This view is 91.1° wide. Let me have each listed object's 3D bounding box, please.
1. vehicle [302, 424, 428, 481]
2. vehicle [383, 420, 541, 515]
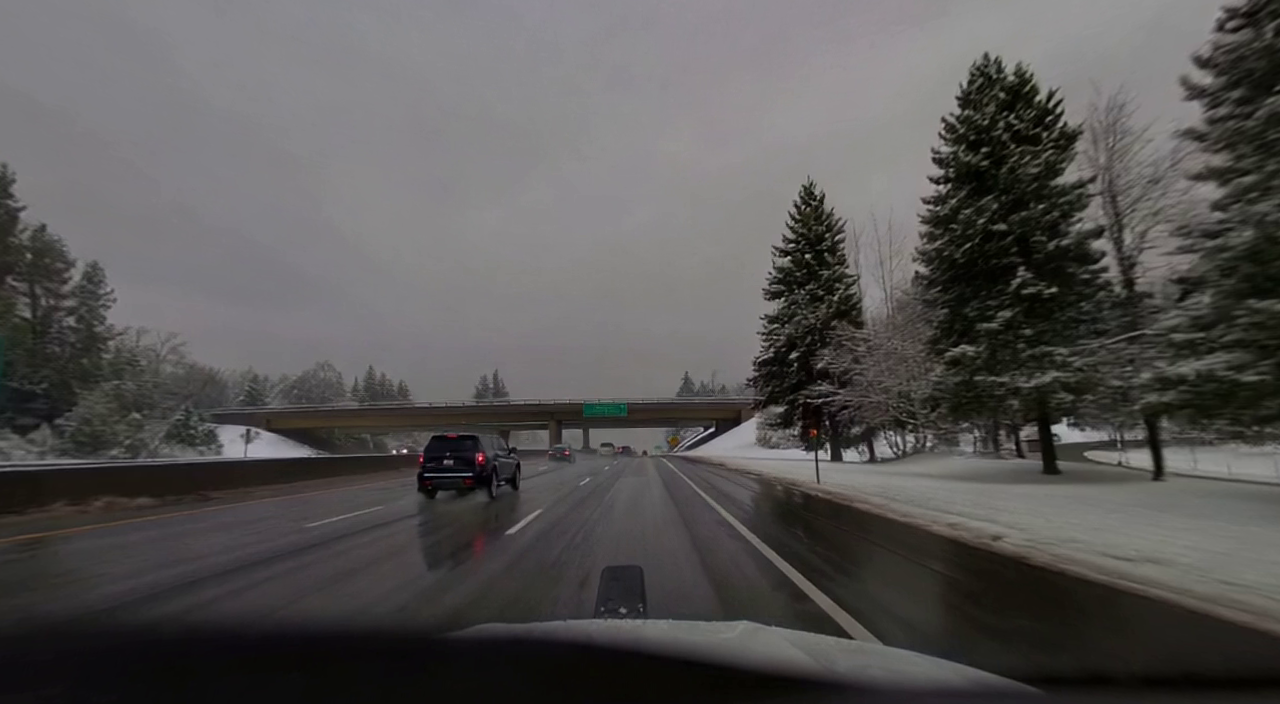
[{"bbox_3d":[-10.761,4.004,25.230,2.339,1.983,5.671,0,-8,2],"label":"vehicle"},{"bbox_3d":[-3.587,2.427,13.637,2.048,1.705,4.384,0,-8,1],"label":"vehicle"}]
